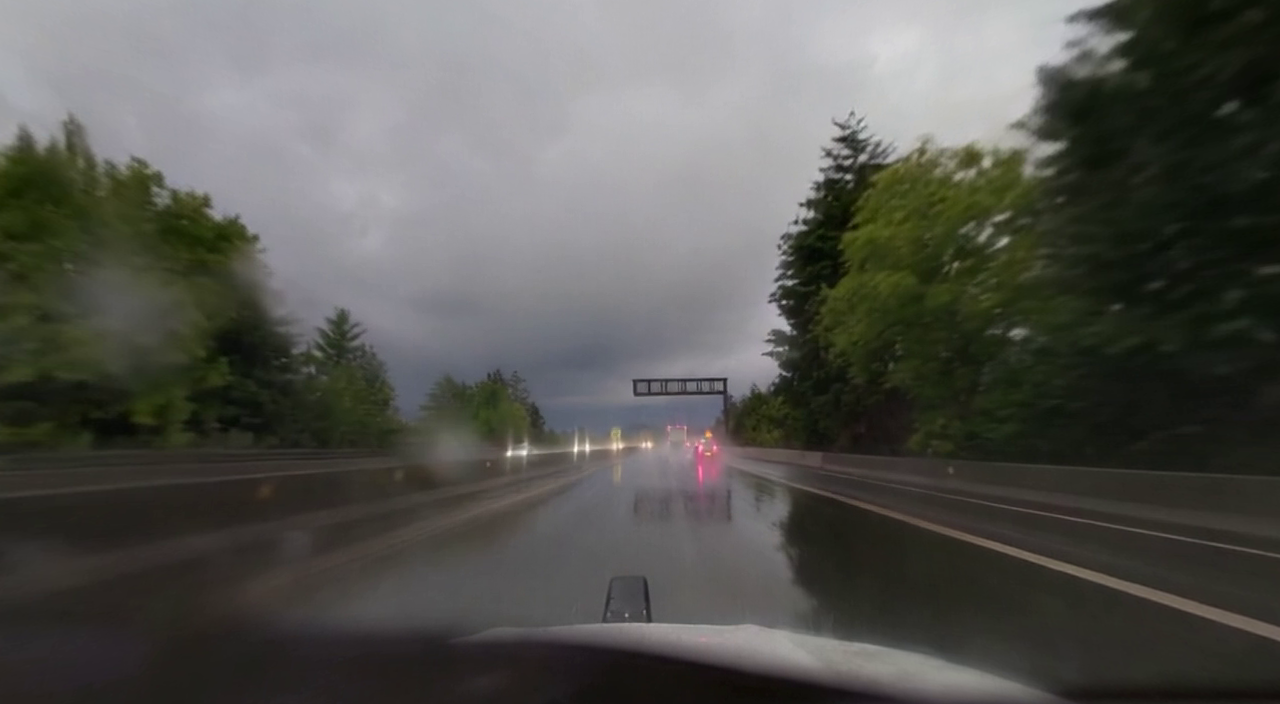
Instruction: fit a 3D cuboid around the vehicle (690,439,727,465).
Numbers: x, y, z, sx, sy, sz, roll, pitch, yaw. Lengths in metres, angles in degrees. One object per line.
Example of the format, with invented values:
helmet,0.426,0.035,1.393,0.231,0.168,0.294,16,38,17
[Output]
vehicle,4.345,6.354,40.190,1.954,1.550,4.140,0,-8,1
